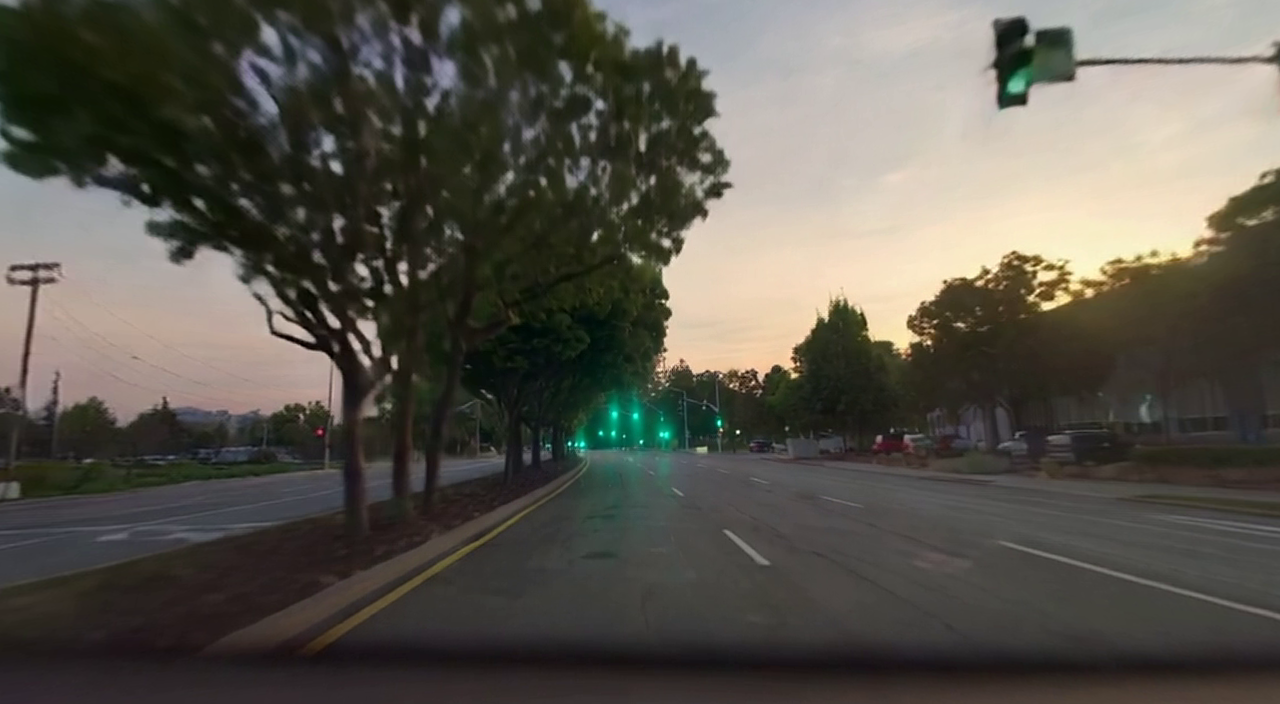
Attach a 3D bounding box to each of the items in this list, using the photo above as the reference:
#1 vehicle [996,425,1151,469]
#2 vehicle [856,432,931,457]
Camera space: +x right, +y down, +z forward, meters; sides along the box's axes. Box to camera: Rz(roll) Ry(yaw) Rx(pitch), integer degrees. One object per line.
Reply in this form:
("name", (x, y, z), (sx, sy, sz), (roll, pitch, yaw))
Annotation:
("vehicle", (17.053, 3.764, 24.982), (4.510, 1.667, 2.247), (0, -8, -3))
("vehicle", (17.691, 6.487, 44.198), (2.084, 1.675, 4.966), (3, -9, -18))
